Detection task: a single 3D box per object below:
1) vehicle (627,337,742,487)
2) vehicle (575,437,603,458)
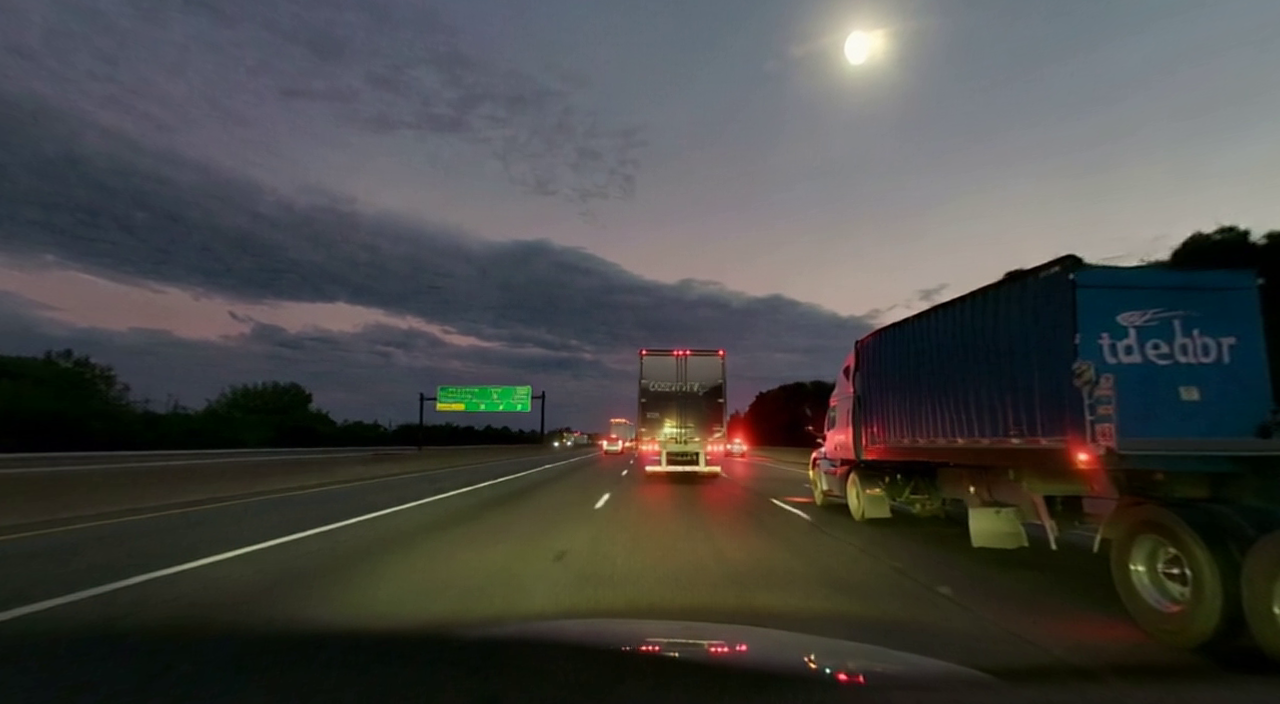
[{"bbox_3d":[1.170,2.173,21.161,2.920,3.860,10.035,0,-8,1],"label":"vehicle"},{"bbox_3d":[-3.909,7.323,48.568,2.075,1.509,3.835,0,-8,-3],"label":"vehicle"}]
